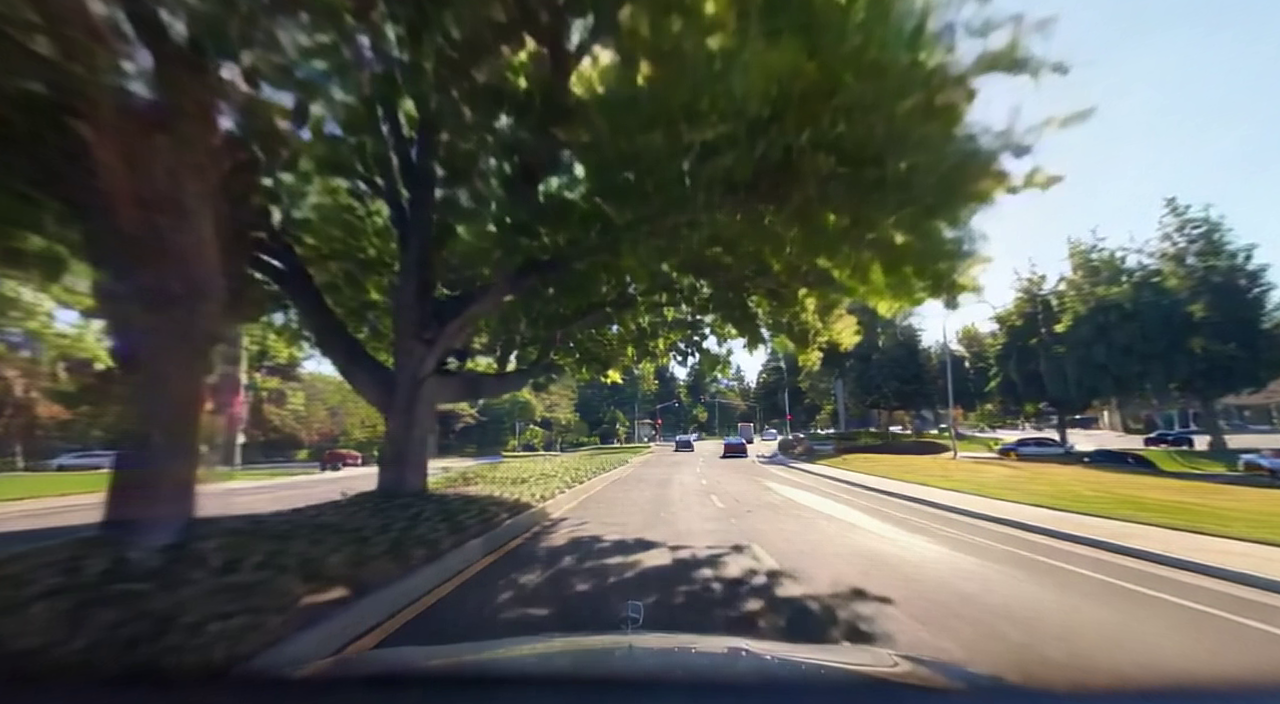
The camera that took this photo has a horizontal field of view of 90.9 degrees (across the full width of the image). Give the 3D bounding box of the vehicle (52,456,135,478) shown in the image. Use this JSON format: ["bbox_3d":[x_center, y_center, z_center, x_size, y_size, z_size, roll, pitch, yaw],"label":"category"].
[{"bbox_3d":[-38.971,8.170,44.998,4.442,1.464,1.839,-1,-8,7],"label":"vehicle"}]

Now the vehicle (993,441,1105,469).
[{"bbox_3d":[21.806,5.484,33.780,4.627,1.418,1.800,-1,-8,8],"label":"vehicle"}]

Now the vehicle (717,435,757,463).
[{"bbox_3d":[5.464,5.520,36.075,1.989,1.497,4.436,-1,-8,5],"label":"vehicle"}]

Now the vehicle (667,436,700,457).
[{"bbox_3d":[3.279,7.005,46.910,2.066,1.482,4.273,-1,-8,8],"label":"vehicle"}]

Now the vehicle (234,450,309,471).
[{"bbox_3d":[-26.186,7.683,44.878,4.275,1.430,1.878,-1,-8,6],"label":"vehicle"}]
